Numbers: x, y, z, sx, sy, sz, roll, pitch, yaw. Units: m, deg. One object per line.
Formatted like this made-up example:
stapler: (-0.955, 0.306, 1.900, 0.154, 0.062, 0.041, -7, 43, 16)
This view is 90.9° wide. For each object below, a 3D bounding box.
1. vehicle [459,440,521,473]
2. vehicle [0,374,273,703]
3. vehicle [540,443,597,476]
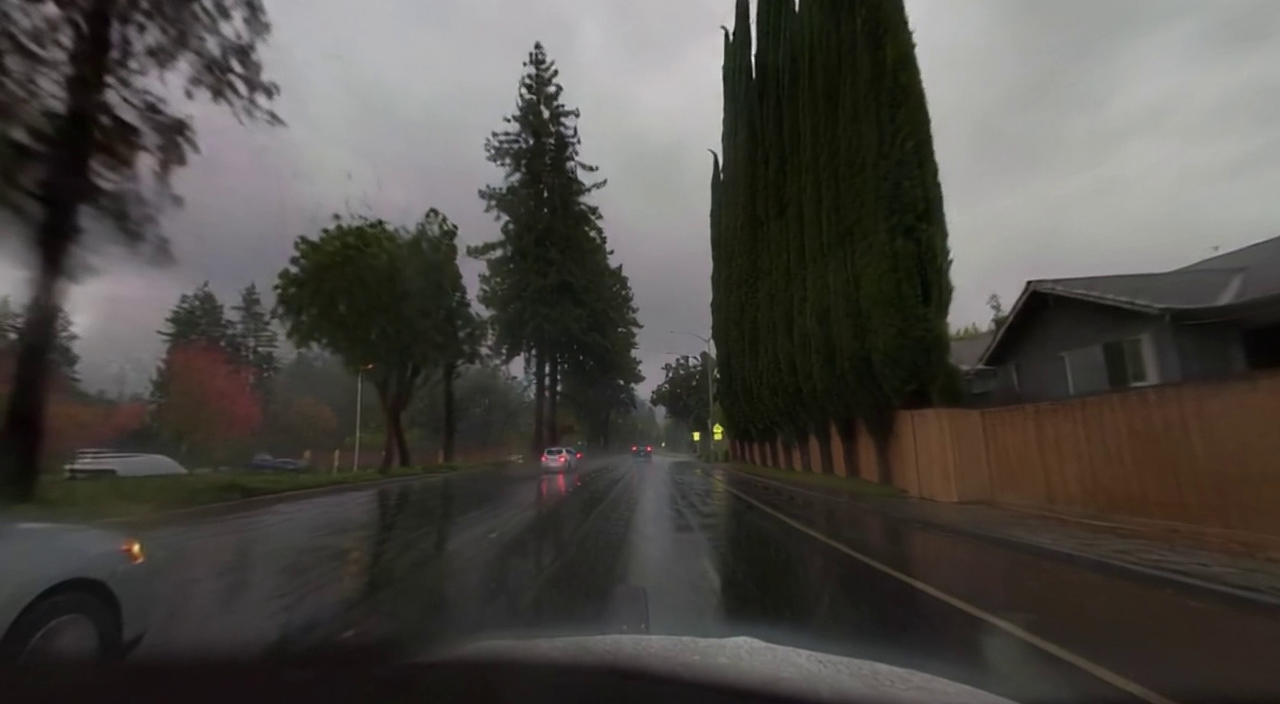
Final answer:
vehicle: (-7.716, 5.407, 32.837, 2.110, 1.529, 4.743, 0, -8, -1)
vehicle: (-3.819, 0.784, 2.038, 2.190, 1.545, 4.943, 0, -8, 1)
vehicle: (-3.406, 5.245, 31.109, 2.188, 1.473, 4.651, 0, -8, 1)
